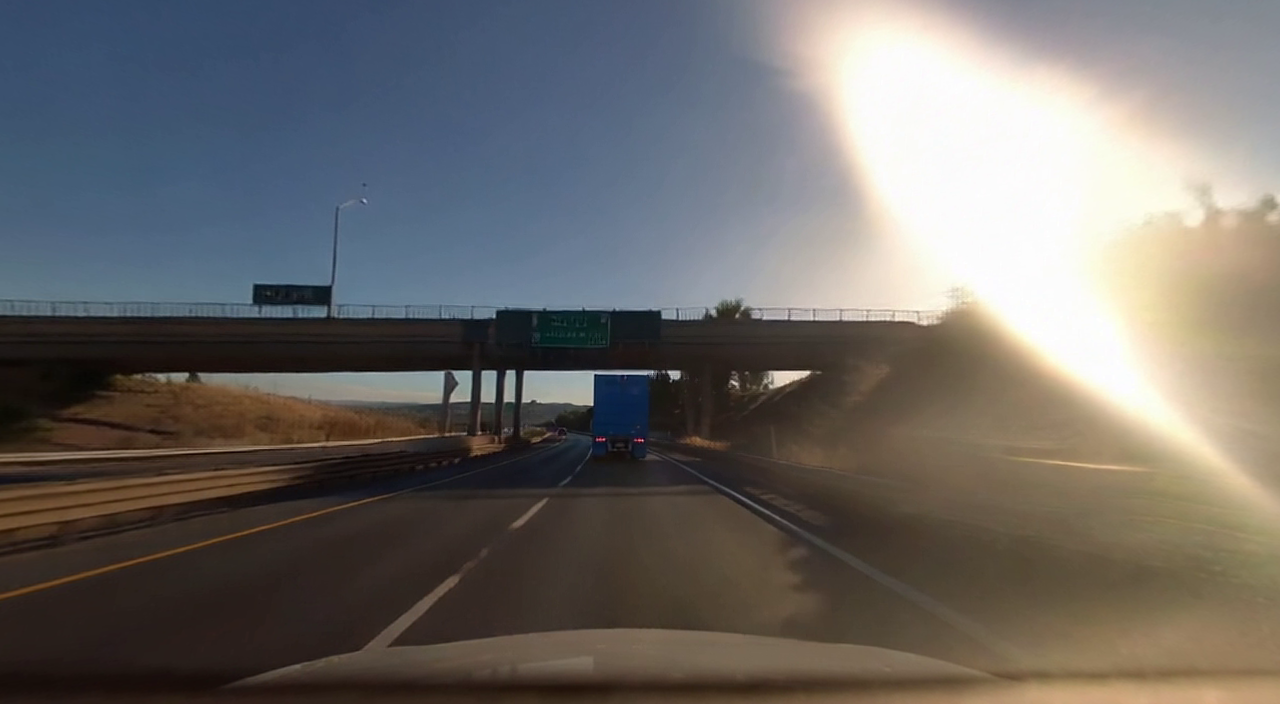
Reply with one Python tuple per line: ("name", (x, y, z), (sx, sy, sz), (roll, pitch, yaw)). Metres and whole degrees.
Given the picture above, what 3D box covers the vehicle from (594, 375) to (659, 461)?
("vehicle", (-0.805, 3.734, 34.345), (3.023, 3.965, 10.402), (0, -8, -2))
